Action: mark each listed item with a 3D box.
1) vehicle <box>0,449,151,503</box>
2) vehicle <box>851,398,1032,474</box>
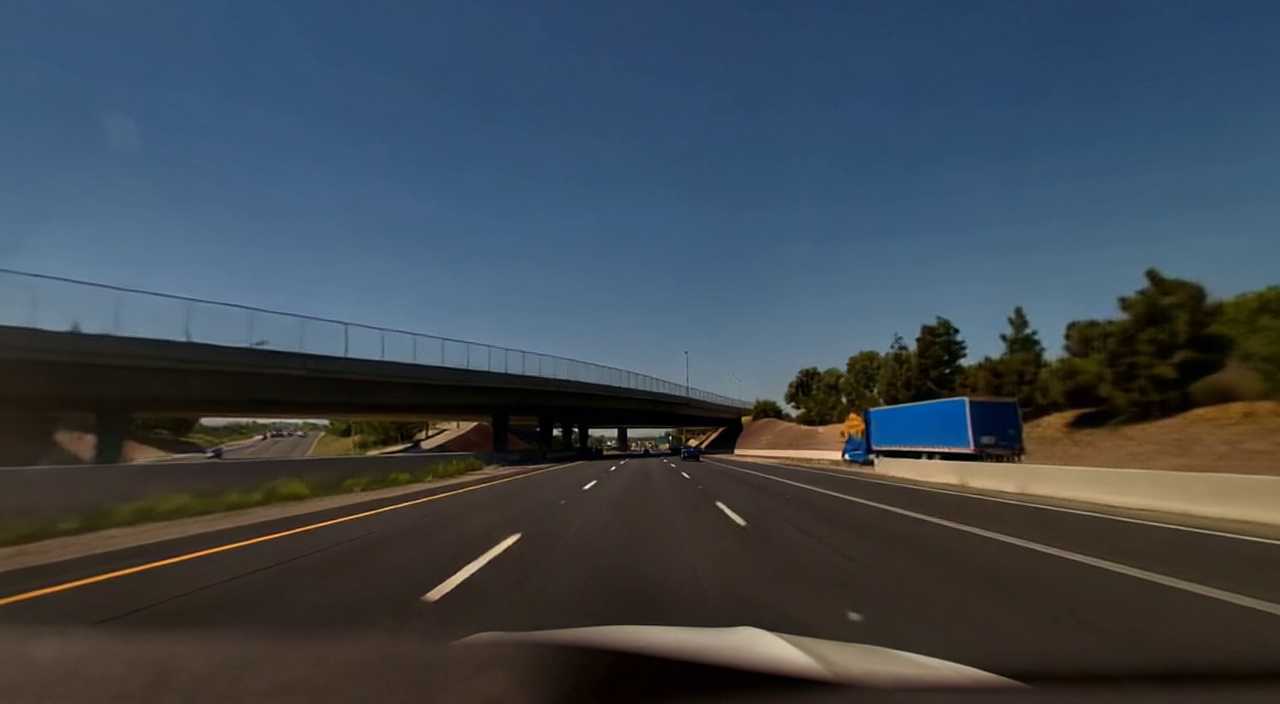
[{"bbox_3d":[-18.166,3.792,19.815,1.863,1.442,4.538,0,-8,1],"label":"vehicle"},{"bbox_3d":[19.548,5.869,43.364,3.395,4.178,16.548,0,-8,-4],"label":"vehicle"}]
